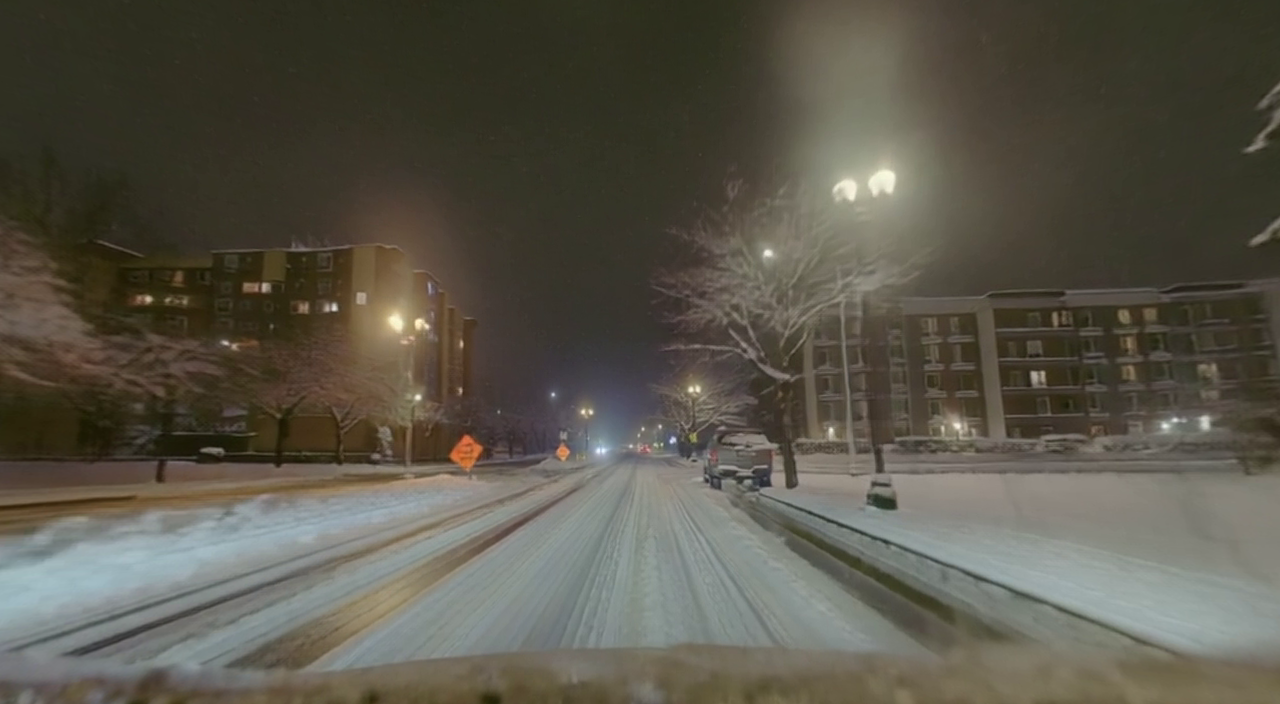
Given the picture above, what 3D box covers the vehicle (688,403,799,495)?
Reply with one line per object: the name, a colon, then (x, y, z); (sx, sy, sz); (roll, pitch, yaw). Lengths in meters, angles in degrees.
vehicle: (3.240, 3.127, 20.628); (2.849, 2.686, 3.176); (0, -8, -4)
